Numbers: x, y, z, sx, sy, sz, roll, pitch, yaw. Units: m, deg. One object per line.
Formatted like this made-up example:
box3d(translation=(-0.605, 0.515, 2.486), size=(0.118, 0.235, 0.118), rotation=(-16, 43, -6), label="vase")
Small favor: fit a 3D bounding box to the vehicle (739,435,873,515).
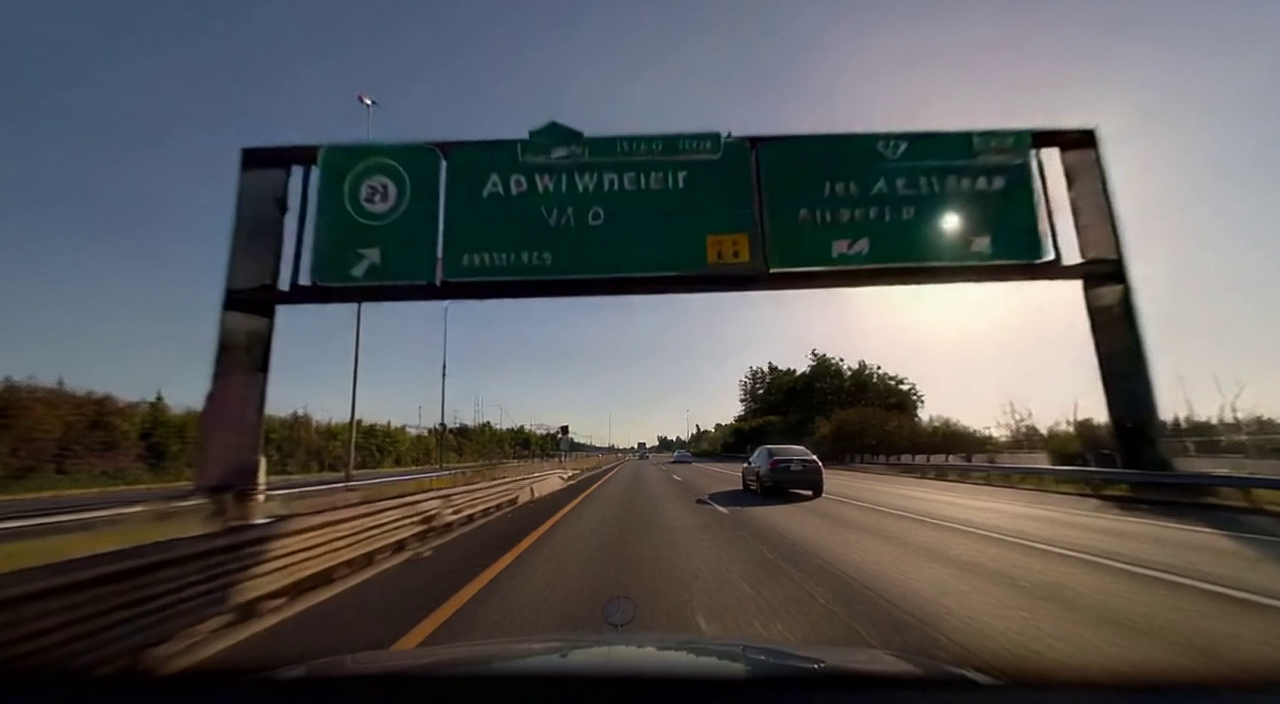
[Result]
box3d(translation=(3.644, 2.763, 14.540), size=(2.024, 1.579, 3.707), rotation=(0, -9, -1), label="vehicle")
